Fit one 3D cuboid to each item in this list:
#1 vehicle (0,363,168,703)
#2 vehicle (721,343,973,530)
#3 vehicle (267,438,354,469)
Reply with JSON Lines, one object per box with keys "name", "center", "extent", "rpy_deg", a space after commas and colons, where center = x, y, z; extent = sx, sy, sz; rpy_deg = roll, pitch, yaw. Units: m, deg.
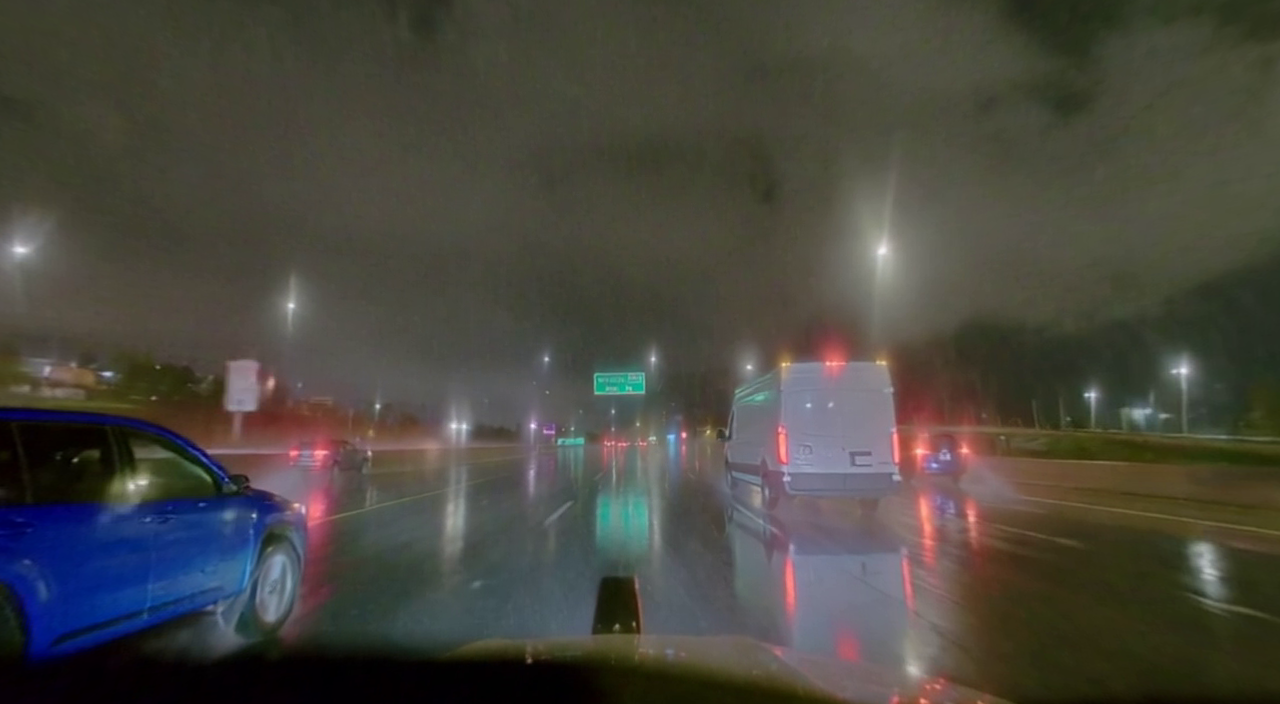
{"name": "vehicle", "center": [-3.936, 0.715, 1.753], "extent": [2.000, 1.646, 4.201], "rpy_deg": [0, -8, -1]}
{"name": "vehicle", "center": [3.438, 1.707, 12.620], "extent": [2.629, 2.718, 6.740], "rpy_deg": [0, -8, -1]}
{"name": "vehicle", "center": [-17.947, 5.555, 34.704], "extent": [2.044, 1.573, 4.964], "rpy_deg": [0, -8, 0]}
